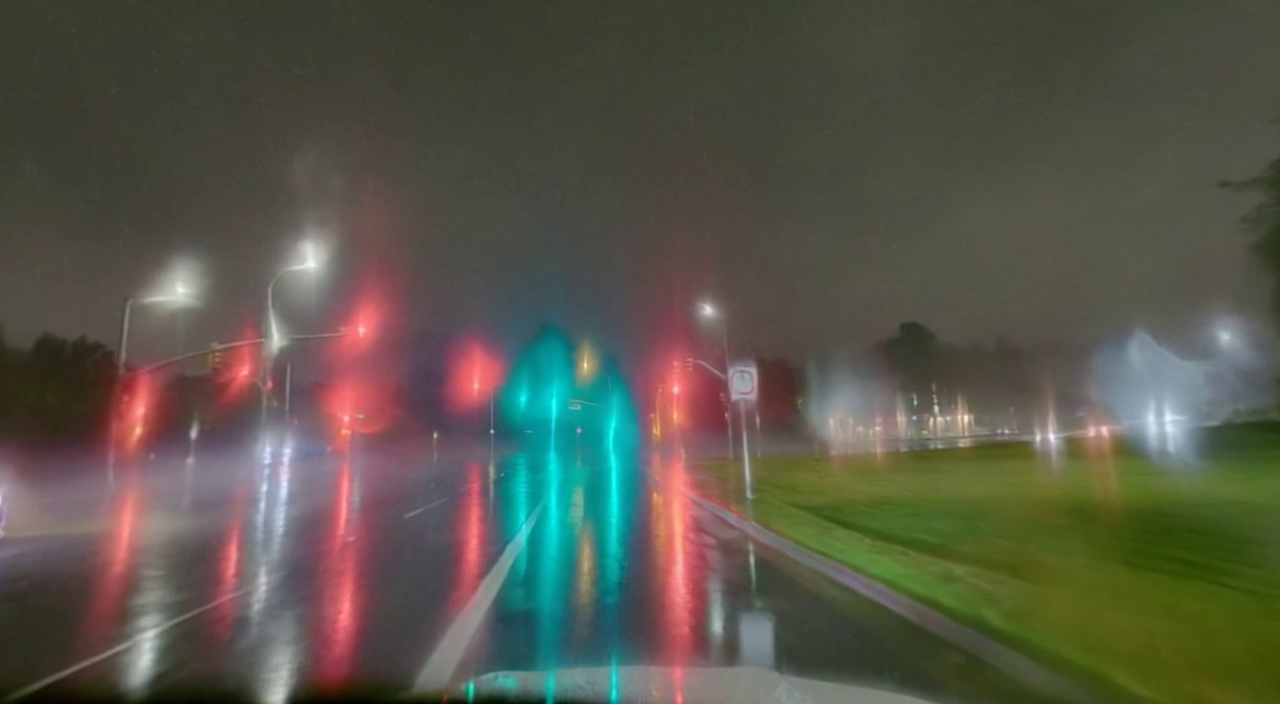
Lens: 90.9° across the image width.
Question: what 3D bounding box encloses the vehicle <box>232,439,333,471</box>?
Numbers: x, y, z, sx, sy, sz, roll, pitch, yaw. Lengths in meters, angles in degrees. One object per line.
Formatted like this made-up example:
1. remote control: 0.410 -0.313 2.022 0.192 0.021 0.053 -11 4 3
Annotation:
1. vehicle: -18.617 5.347 33.058 1.837 1.530 4.570 -3 -9 15
